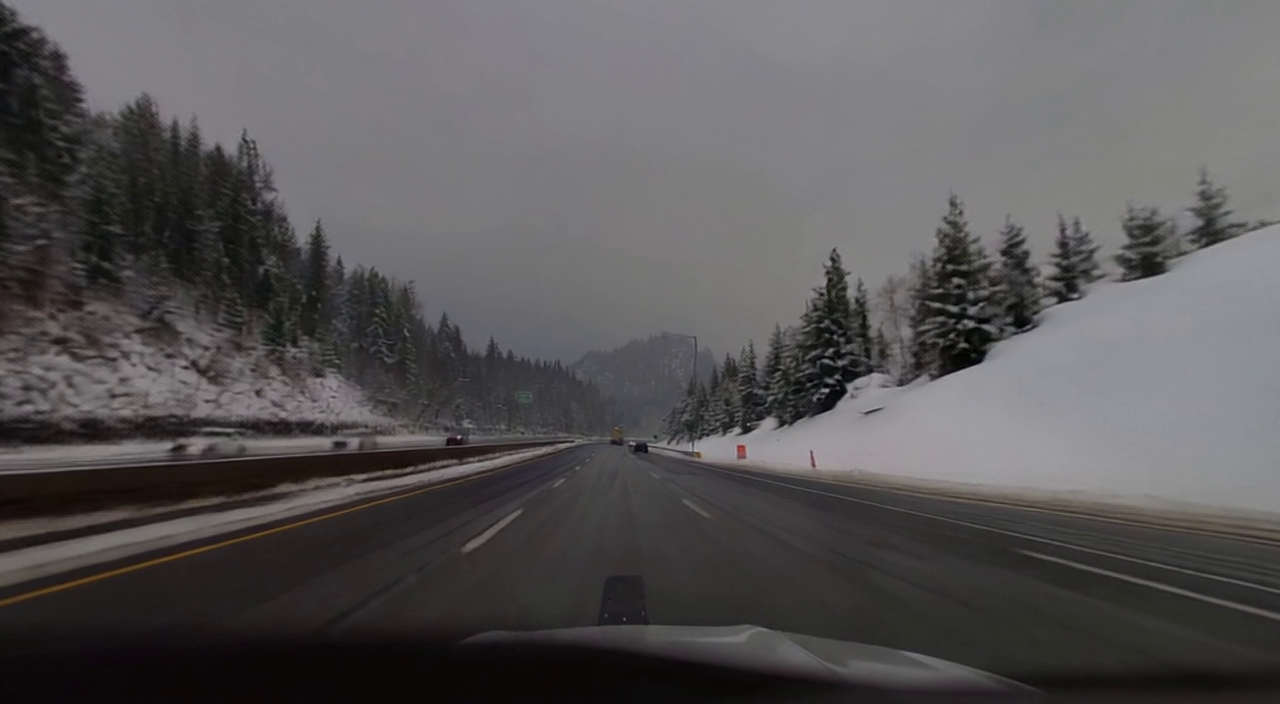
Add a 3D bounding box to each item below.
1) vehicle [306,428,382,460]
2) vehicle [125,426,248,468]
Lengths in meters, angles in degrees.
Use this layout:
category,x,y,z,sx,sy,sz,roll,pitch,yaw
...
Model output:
category,x,y,z,sx,sy,sz,roll,pitch,yaw
vehicle,-15.778,4.947,33.870,2.008,1.598,4.397,0,-8,-1
vehicle,-19.483,4.123,27.411,1.971,1.640,4.581,0,-8,-1
